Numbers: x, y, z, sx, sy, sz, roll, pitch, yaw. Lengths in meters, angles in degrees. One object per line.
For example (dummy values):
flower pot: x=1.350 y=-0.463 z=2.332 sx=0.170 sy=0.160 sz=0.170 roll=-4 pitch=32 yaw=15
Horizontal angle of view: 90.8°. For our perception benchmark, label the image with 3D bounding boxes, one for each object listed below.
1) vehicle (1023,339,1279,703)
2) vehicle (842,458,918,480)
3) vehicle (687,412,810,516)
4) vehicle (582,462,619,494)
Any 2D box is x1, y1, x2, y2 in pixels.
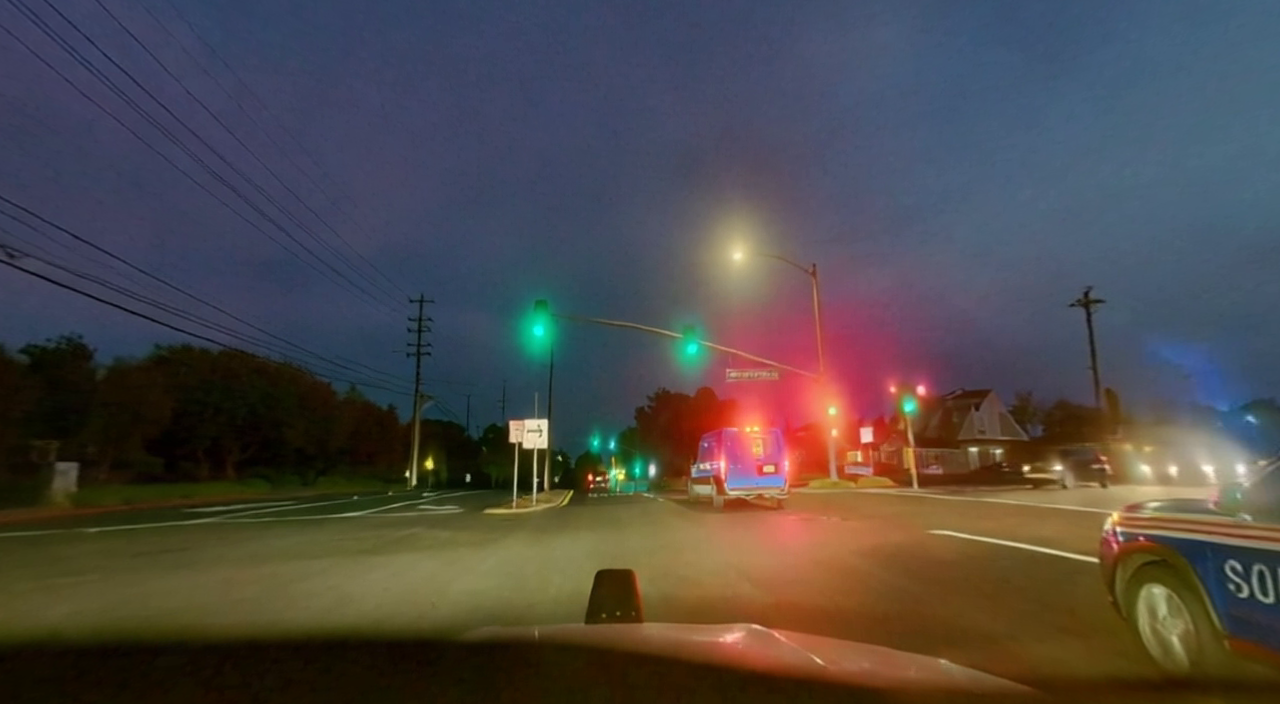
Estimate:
vehicle: x=4.200 y=0.837 z=2.602 sx=2.194 sy=1.922 sz=4.822 roll=0 pitch=-9 yaw=0
vehicle: x=17.630 y=8.610 z=46.528 sx=4.868 sy=1.455 sz=2.054 roll=-5 pitch=-10 yaw=30
vehicle: x=3.055 y=3.348 z=19.344 sx=2.406 sy=2.687 sz=5.521 roll=0 pitch=-9 yaw=-4
vehicle: x=-2.419 y=7.495 z=37.905 sx=2.114 sy=1.707 sz=3.725 roll=1 pitch=-9 yaw=-5
